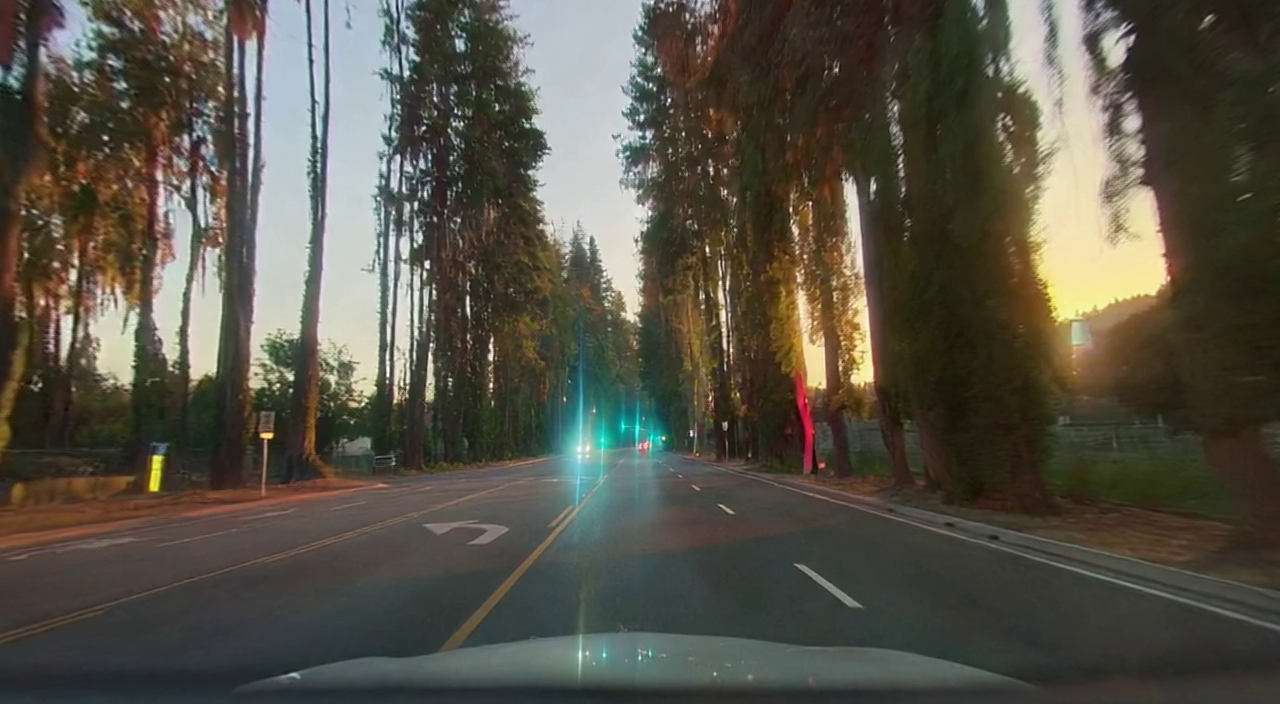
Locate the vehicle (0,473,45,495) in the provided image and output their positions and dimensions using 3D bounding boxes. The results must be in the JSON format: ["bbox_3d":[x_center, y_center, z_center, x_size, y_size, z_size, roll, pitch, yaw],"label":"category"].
[{"bbox_3d":[-48.586,10.325,49.508,3.971,1.484,1.903,-6,-10,35],"label":"vehicle"}]
